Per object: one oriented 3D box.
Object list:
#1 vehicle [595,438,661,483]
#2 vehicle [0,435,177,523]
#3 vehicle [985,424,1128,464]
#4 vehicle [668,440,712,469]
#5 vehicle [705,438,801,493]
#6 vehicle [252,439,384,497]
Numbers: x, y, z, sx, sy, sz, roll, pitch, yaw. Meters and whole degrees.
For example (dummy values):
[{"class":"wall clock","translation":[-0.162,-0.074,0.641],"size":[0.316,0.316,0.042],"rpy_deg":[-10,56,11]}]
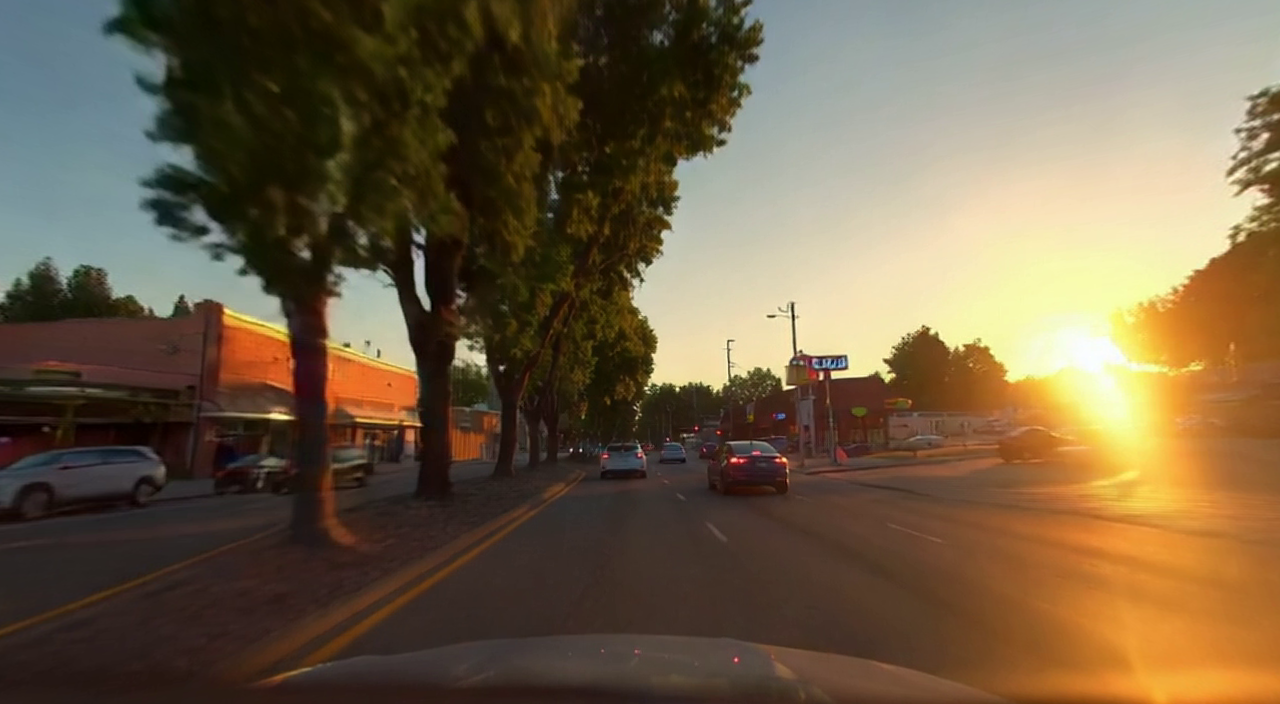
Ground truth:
[{"class":"vehicle","translation":[-0.446,3.998,23.630],"size":[2.232,1.508,4.319],"rpy_deg":[0,-8,-1]},{"class":"vehicle","translation":[-15.348,3.275,16.920],"size":[2.184,1.965,5.078],"rpy_deg":[-2,-8,-1]},{"class":"vehicle","translation":[19.058,4.241,29.156],"size":[4.948,1.733,2.296],"rpy_deg":[0,-9,-1]},{"class":"vehicle","translation":[2.824,5.878,36.499],"size":[2.098,1.527,3.966],"rpy_deg":[0,-8,-2]},{"class":"vehicle","translation":[3.302,3.417,19.388],"size":[2.060,1.471,4.168],"rpy_deg":[0,-8,-1]},{"class":"vehicle","translation":[-11.178,4.027,22.476],"size":[2.233,1.799,4.700],"rpy_deg":[0,-8,-1]}]
